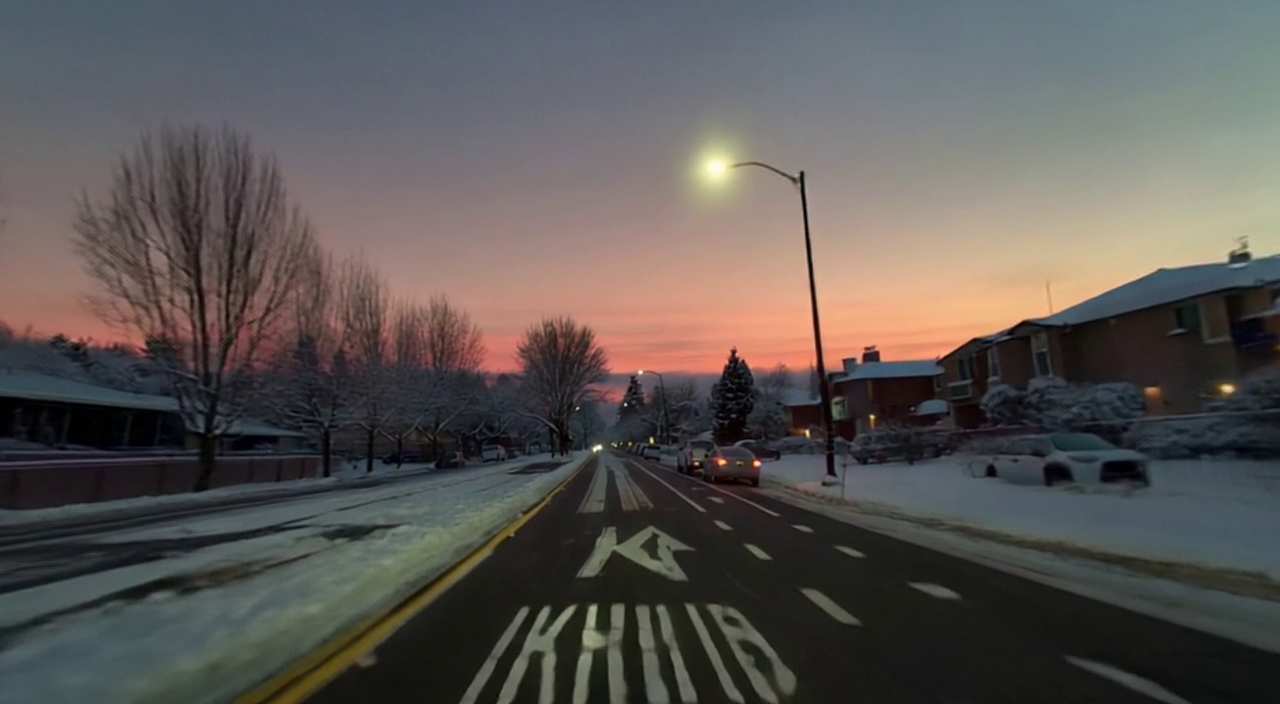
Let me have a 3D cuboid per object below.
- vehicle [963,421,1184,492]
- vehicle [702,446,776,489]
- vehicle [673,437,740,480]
[{"bbox_3d":[11.282,2.736,16.729,4.492,1.619,1.849,-6,-11,36],"label":"vehicle"},{"bbox_3d":[3.673,4.383,24.283,1.919,1.474,4.370,1,-9,-3],"label":"vehicle"},{"bbox_3d":[3.095,5.159,30.917,2.293,1.858,5.868,1,-9,-3],"label":"vehicle"}]
